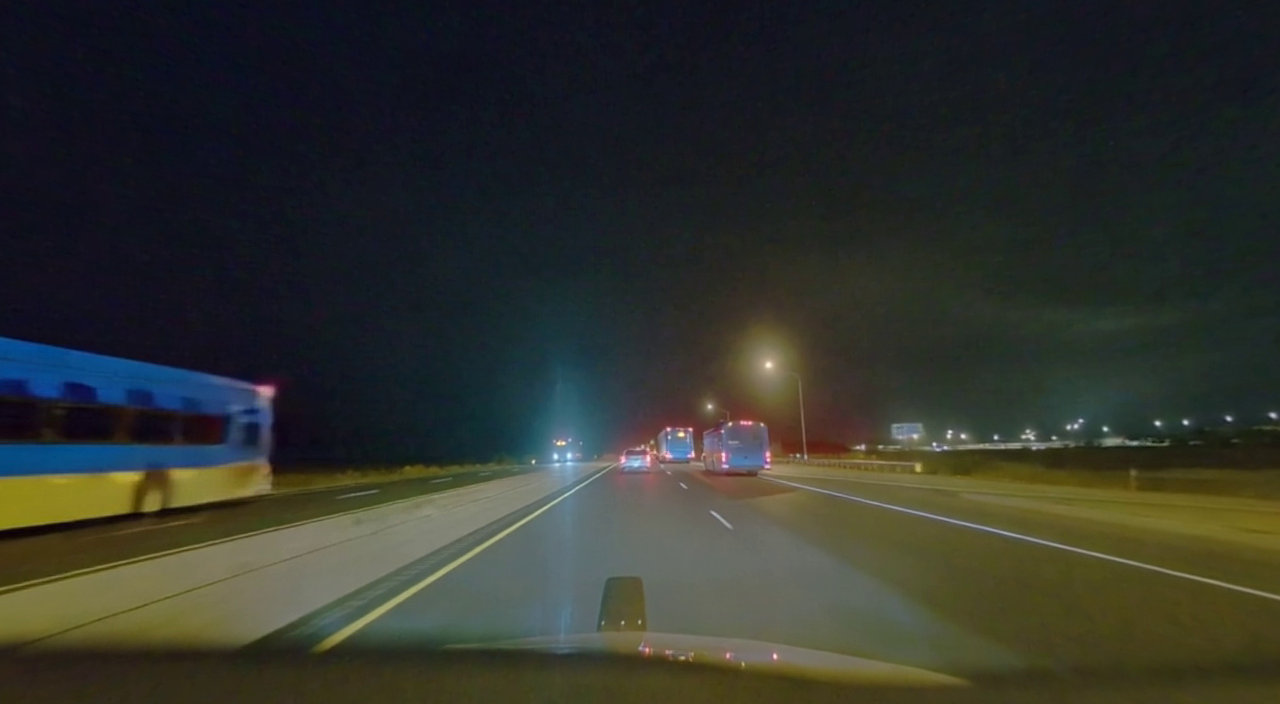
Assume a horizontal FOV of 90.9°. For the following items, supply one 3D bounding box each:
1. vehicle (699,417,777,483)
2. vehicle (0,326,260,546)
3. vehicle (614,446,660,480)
[{"bbox_3d":[4.134,4.325,27.829,2.440,2.555,5.957,0,-9,-1],"label":"vehicle"},{"bbox_3d":[-13.478,1.668,12.356,3.170,4.049,14.238,0,-9,0],"label":"vehicle"},{"bbox_3d":[-0.158,5.119,29.354,2.004,1.449,3.817,0,-9,-1],"label":"vehicle"}]
